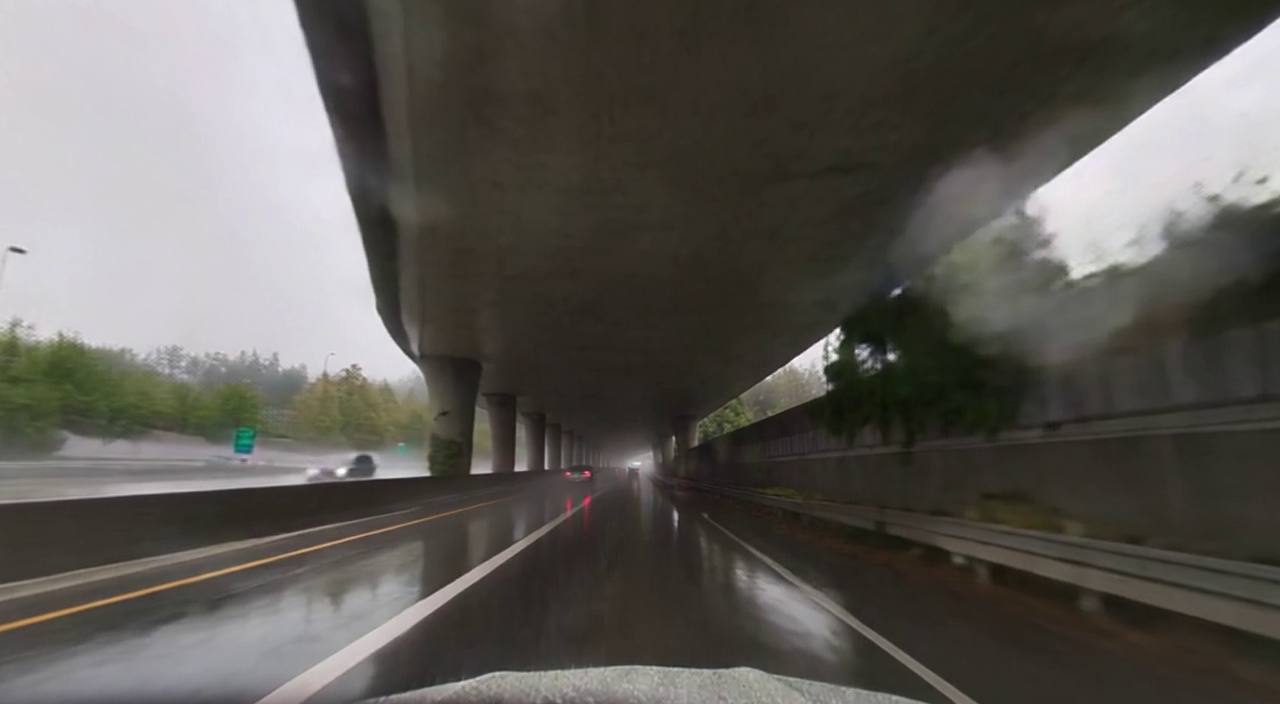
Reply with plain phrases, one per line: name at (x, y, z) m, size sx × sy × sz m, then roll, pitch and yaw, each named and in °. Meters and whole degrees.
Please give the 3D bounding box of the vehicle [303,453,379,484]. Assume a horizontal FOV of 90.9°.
vehicle at (-15.967, 6.263, 33.901) m, size 1.882 × 1.503 × 4.430 m, roll 1°, pitch -11°, yaw 0°

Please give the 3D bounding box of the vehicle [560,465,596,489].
vehicle at (-4.114, 8.420, 42.562) m, size 2.006 × 1.469 × 4.050 m, roll 1°, pitch -10°, yaw 0°
